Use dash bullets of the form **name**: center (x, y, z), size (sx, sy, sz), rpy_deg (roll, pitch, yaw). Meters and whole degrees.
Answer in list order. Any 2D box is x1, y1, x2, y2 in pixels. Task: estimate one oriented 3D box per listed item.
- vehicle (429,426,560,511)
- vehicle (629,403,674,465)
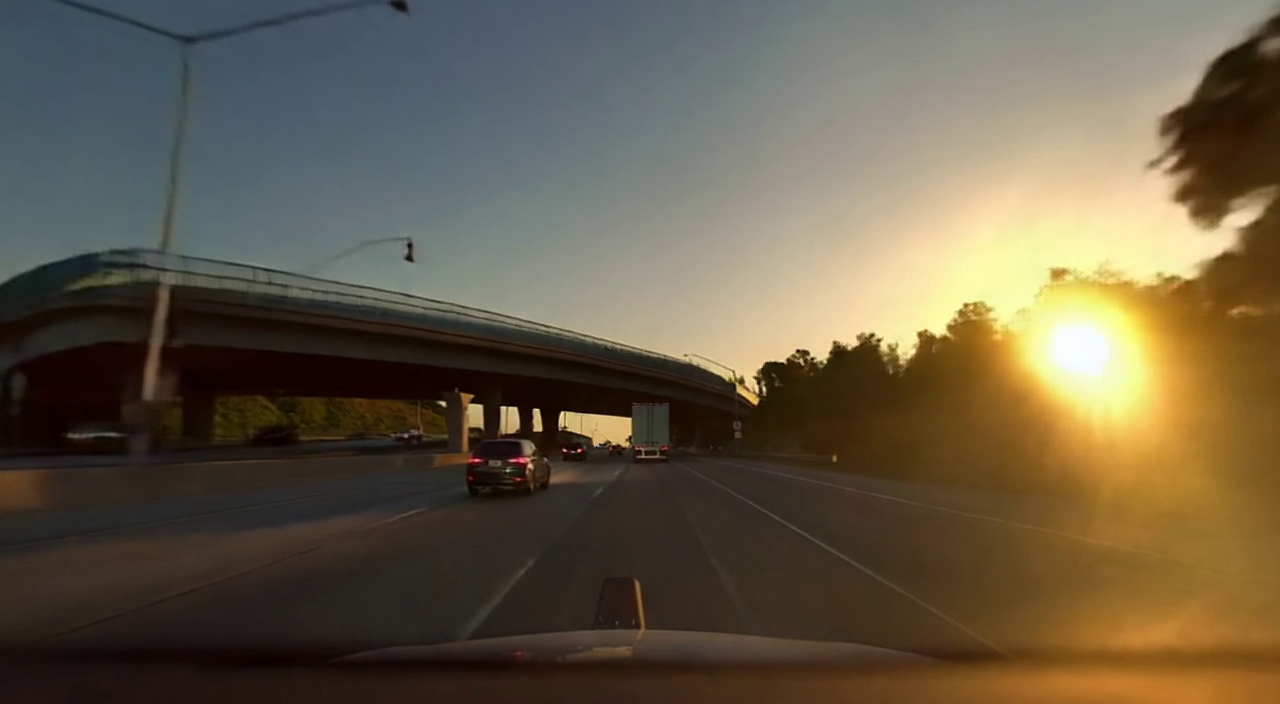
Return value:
- **vehicle**: center (-3.272, 2.733, 15.302), size (2.077, 1.716, 4.514), rpy_deg (0, -8, 0)
- **vehicle**: center (0.851, 6.166, 46.856), size (2.964, 4.063, 10.072), rpy_deg (0, -8, 1)
